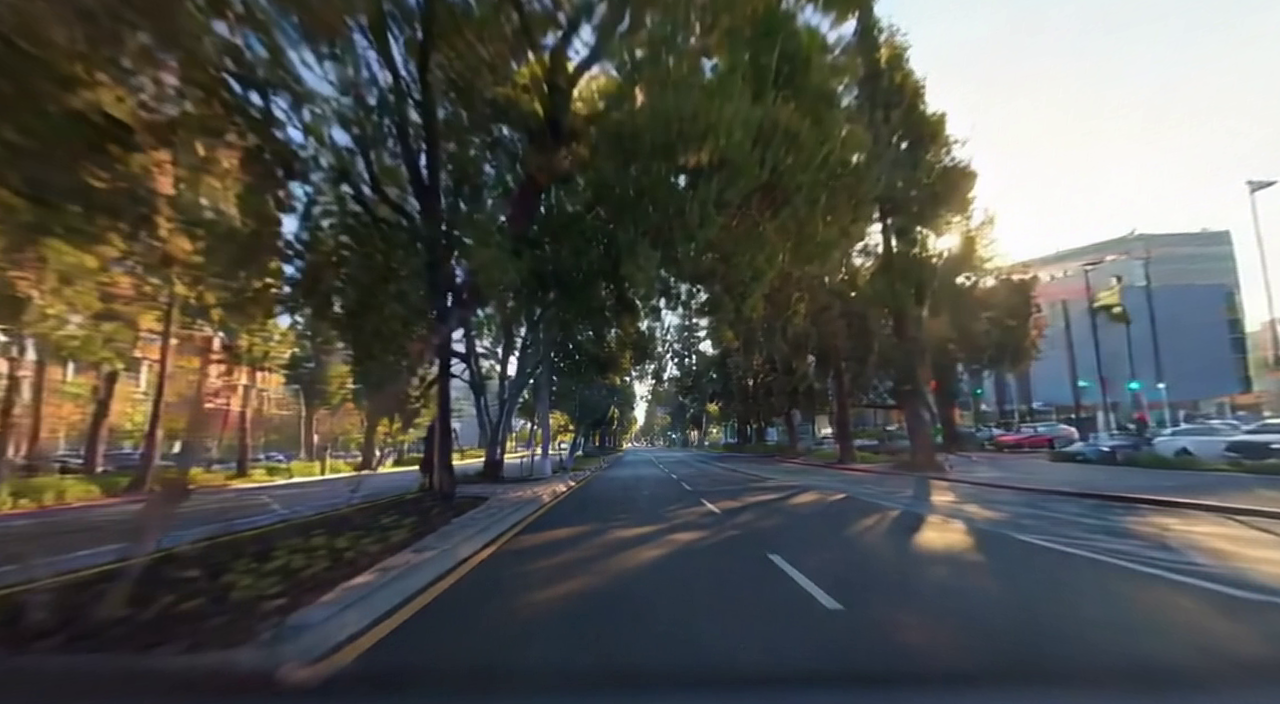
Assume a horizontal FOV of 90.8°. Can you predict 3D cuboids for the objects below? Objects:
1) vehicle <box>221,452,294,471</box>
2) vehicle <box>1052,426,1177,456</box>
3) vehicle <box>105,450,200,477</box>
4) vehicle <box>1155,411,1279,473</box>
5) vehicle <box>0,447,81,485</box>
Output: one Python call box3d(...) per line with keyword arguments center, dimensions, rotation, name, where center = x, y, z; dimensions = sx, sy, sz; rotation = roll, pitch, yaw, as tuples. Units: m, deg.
box3d(center=(-29.854, 8.552, 49.428), dimensions=(4.410, 1.401, 1.929), rotation=(0, -8, -2), name="vehicle")
box3d(center=(24.012, 4.542, 32.175), dimensions=(1.819, 1.401, 4.665), rotation=(4, -10, -29), name="vehicle")
box3d(center=(-29.836, 6.827, 38.759), dimensions=(4.293, 1.524, 1.850), rotation=(0, -8, 1), name="vehicle")
box3d(center=(17.765, 2.663, 18.665), dimensions=(4.638, 1.648, 1.887), rotation=(3, -9, -24), name="vehicle")
box3d(center=(-30.091, 5.499, 30.324), dimensions=(4.528, 1.695, 1.945), rotation=(-1, -9, -4), name="vehicle")
